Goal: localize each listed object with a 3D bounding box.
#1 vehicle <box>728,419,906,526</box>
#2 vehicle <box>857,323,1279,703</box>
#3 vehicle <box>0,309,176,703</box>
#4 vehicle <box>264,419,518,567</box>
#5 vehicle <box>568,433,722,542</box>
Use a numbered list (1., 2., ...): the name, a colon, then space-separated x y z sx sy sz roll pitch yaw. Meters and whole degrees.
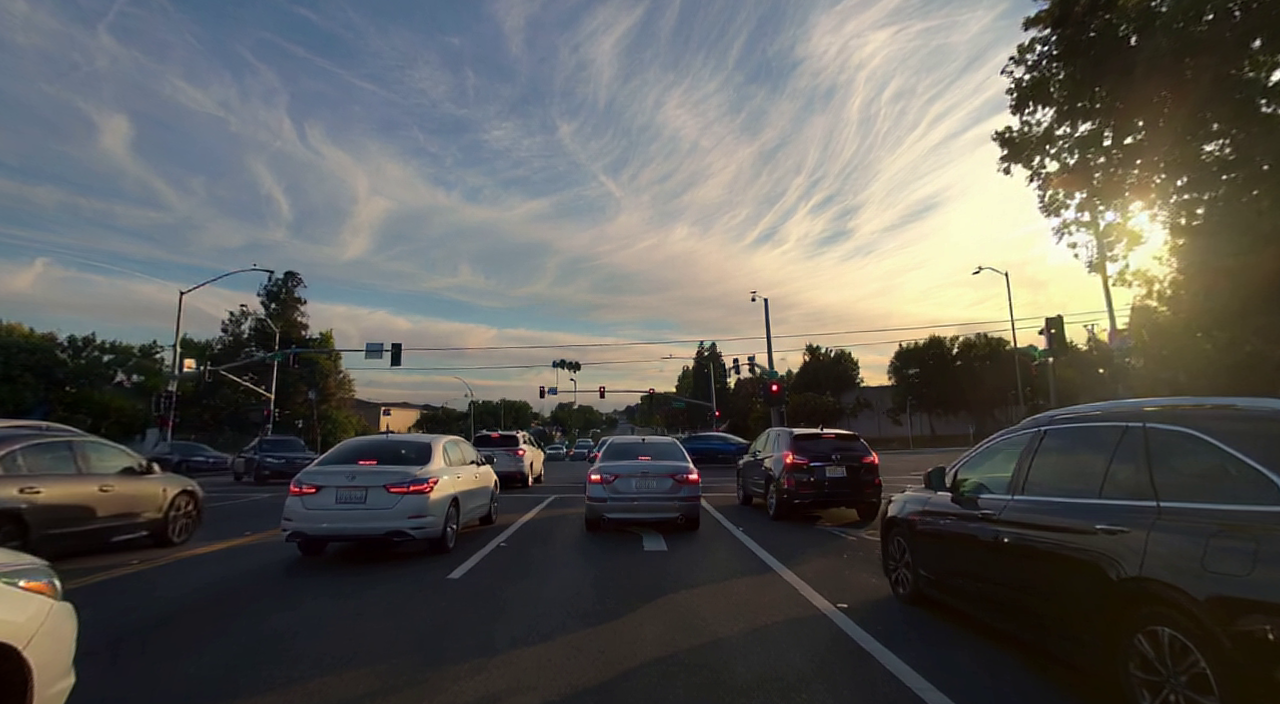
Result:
1. vehicle: 3.074 2.207 12.014 2.106 1.667 4.101 0 -8 -1
2. vehicle: 3.151 0.995 3.737 2.074 1.685 4.387 0 -8 -1
3. vehicle: -3.204 0.502 0.603 2.079 1.756 4.676 0 -8 -3
4. vehicle: -3.058 1.818 8.903 1.896 1.546 4.378 0 -8 -2
5. vehicle: 0.004 2.106 10.420 2.076 1.438 3.770 0 -8 -2
